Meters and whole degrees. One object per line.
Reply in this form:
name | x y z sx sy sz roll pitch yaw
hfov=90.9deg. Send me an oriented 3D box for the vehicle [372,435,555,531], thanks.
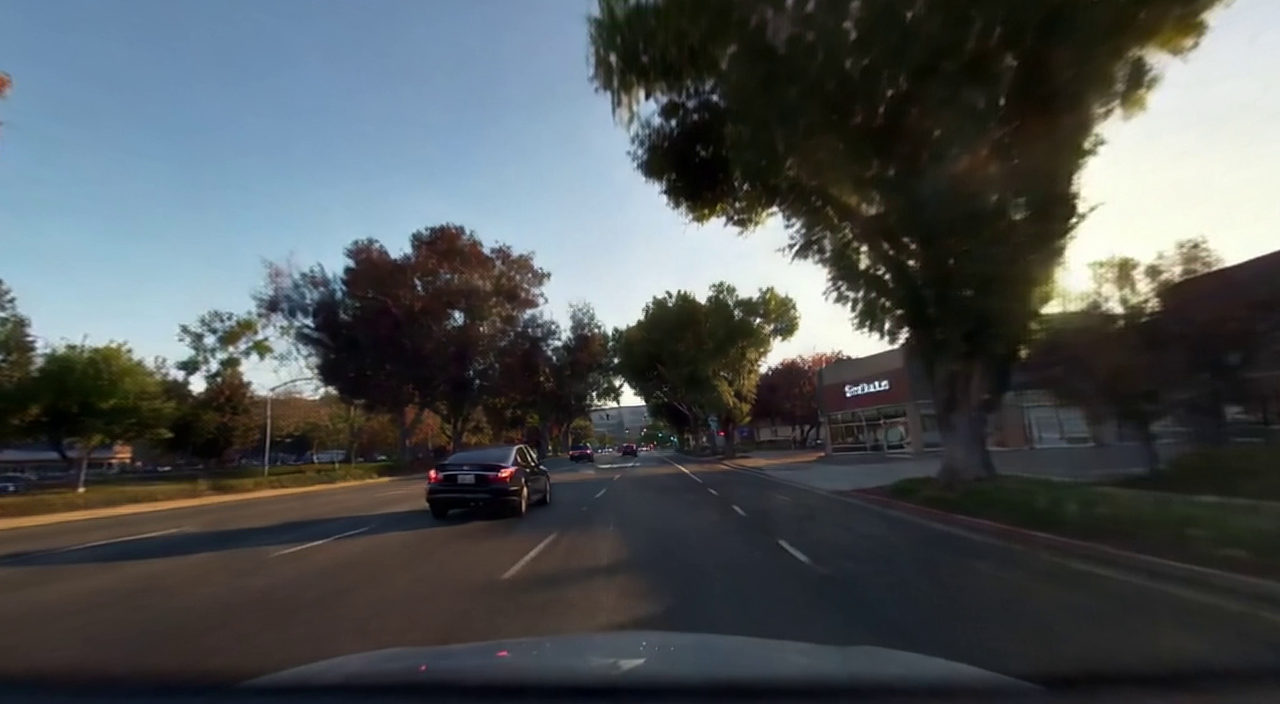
vehicle | -3.068 2.389 12.123 2.152 1.479 4.394 0 -9 2
